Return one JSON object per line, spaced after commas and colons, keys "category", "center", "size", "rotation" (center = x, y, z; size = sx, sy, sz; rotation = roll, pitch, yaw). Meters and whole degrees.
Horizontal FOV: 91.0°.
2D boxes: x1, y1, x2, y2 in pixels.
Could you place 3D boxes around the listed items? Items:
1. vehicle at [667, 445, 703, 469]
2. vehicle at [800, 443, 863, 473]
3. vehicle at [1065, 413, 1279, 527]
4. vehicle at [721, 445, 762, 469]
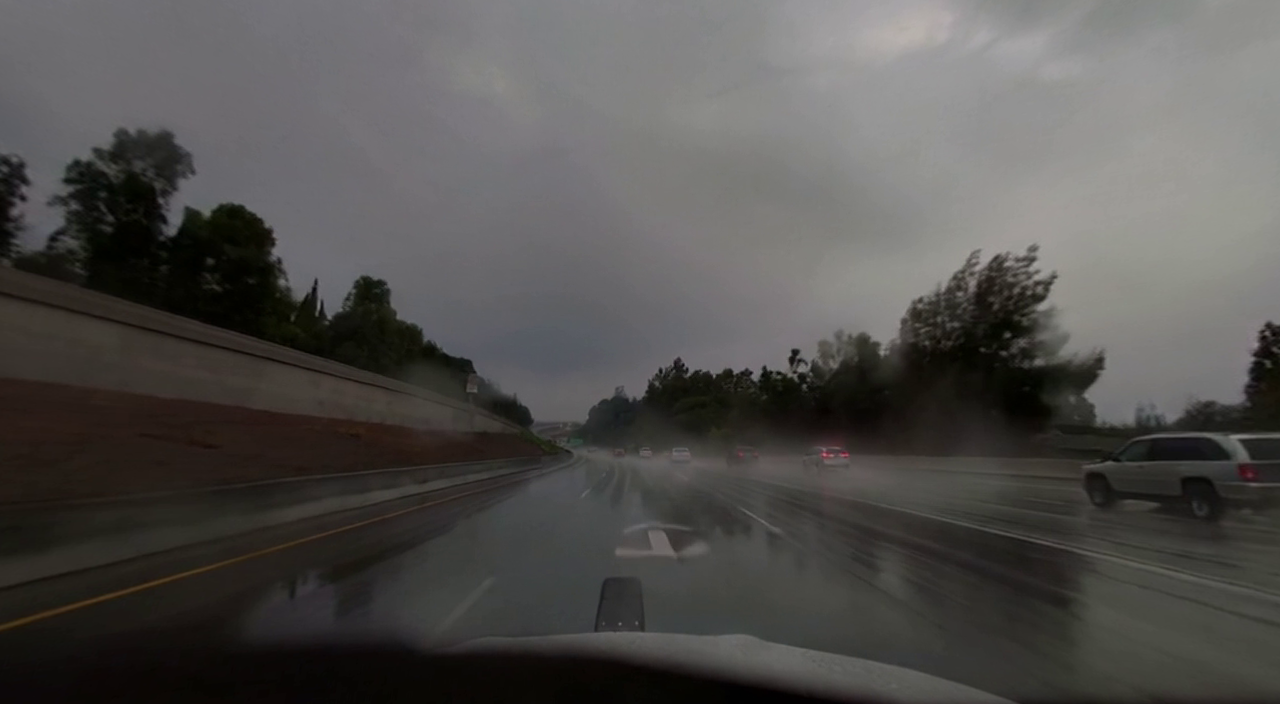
{"category": "vehicle", "center": [2.904, 6.913, 41.644], "size": [1.934, 1.491, 3.982], "rotation": [1, -8, -3]}
{"category": "vehicle", "center": [10.577, 5.871, 35.078], "size": [1.987, 1.546, 4.271], "rotation": [1, -8, -3]}
{"category": "vehicle", "center": [10.857, 2.174, 12.124], "size": [2.077, 1.763, 4.472], "rotation": [0, -8, -1]}
{"category": "vehicle", "center": [6.862, 7.122, 42.929], "size": [1.904, 1.488, 4.299], "rotation": [1, -8, -3]}
